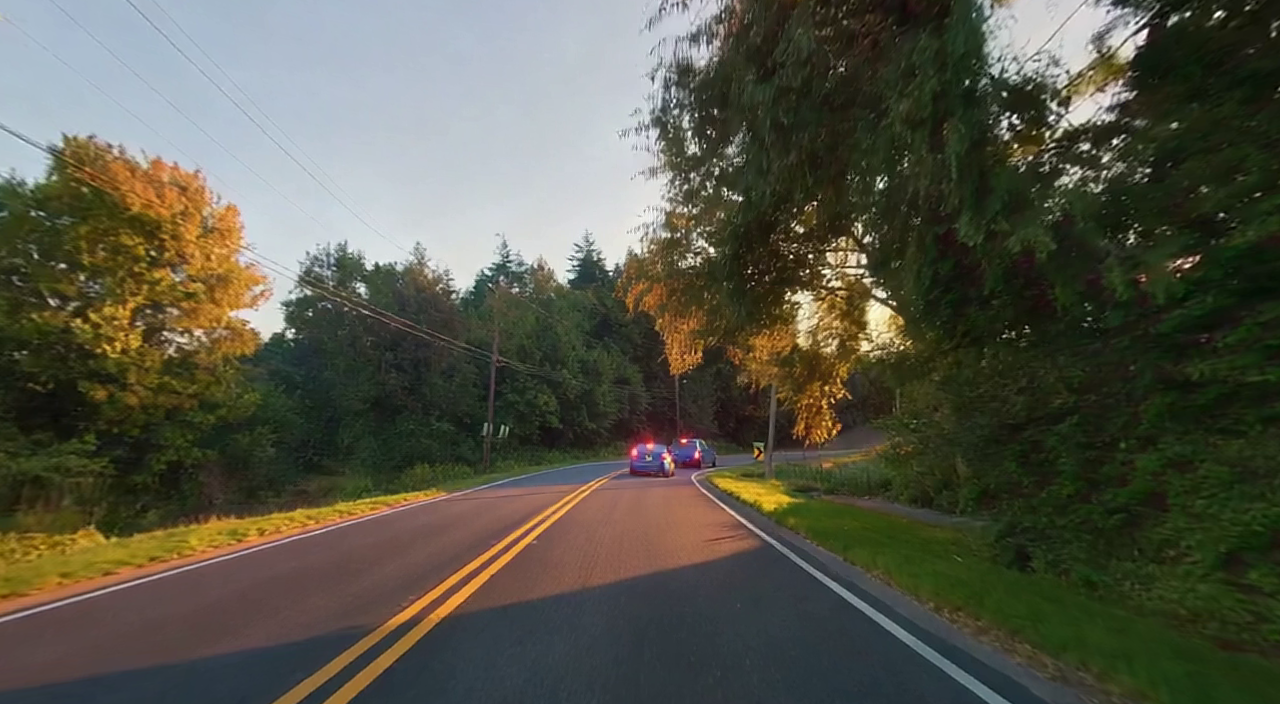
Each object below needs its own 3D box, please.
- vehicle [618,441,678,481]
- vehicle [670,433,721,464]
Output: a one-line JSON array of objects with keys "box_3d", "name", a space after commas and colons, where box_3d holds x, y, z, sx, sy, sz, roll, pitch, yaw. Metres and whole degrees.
[{"box_3d": [0.434, 4.569, 26.765, 2.157, 1.565, 4.243, -1, -8, 5], "name": "vehicle"}, {"box_3d": [4.202, 7.136, 46.665, 2.376, 2.145, 5.953, -3, -9, 19], "name": "vehicle"}]
